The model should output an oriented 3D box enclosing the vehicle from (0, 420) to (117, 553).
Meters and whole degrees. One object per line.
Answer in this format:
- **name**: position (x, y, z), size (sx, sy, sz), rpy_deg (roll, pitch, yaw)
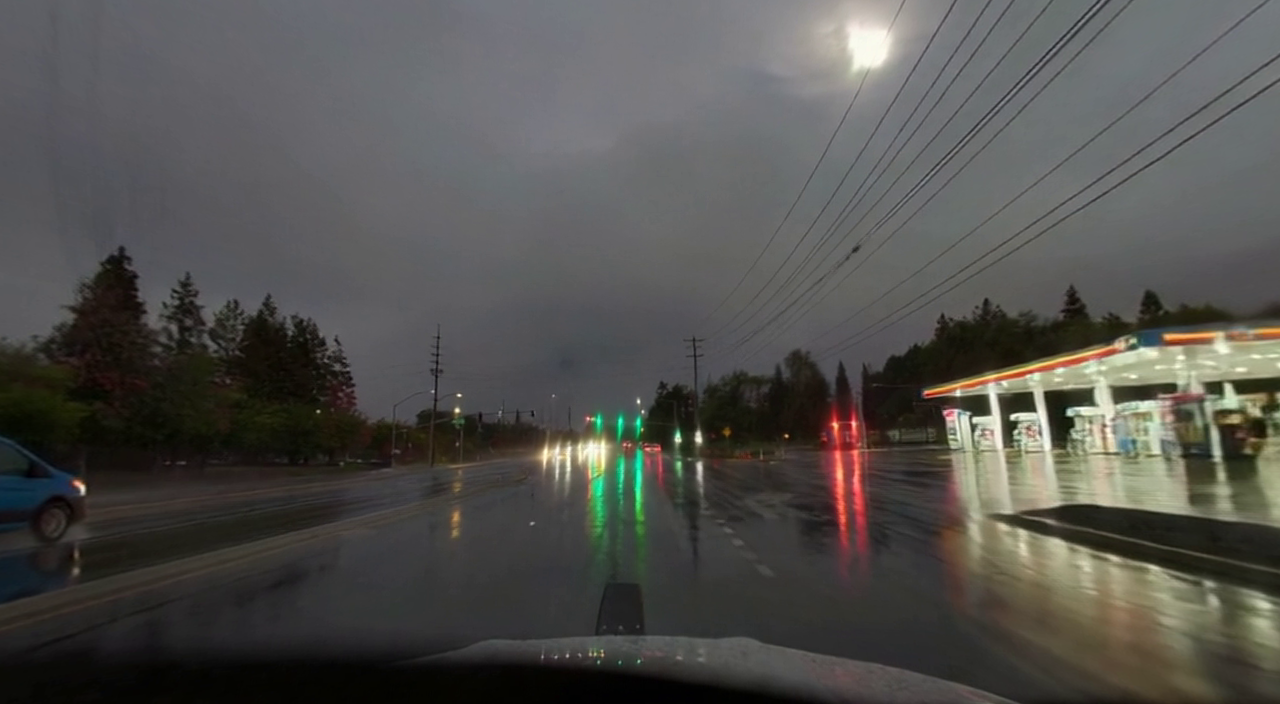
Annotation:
- **vehicle**: position (-10.038, 1.792, 8.219), size (2.149, 1.848, 4.961), rpy_deg (0, -9, 1)
